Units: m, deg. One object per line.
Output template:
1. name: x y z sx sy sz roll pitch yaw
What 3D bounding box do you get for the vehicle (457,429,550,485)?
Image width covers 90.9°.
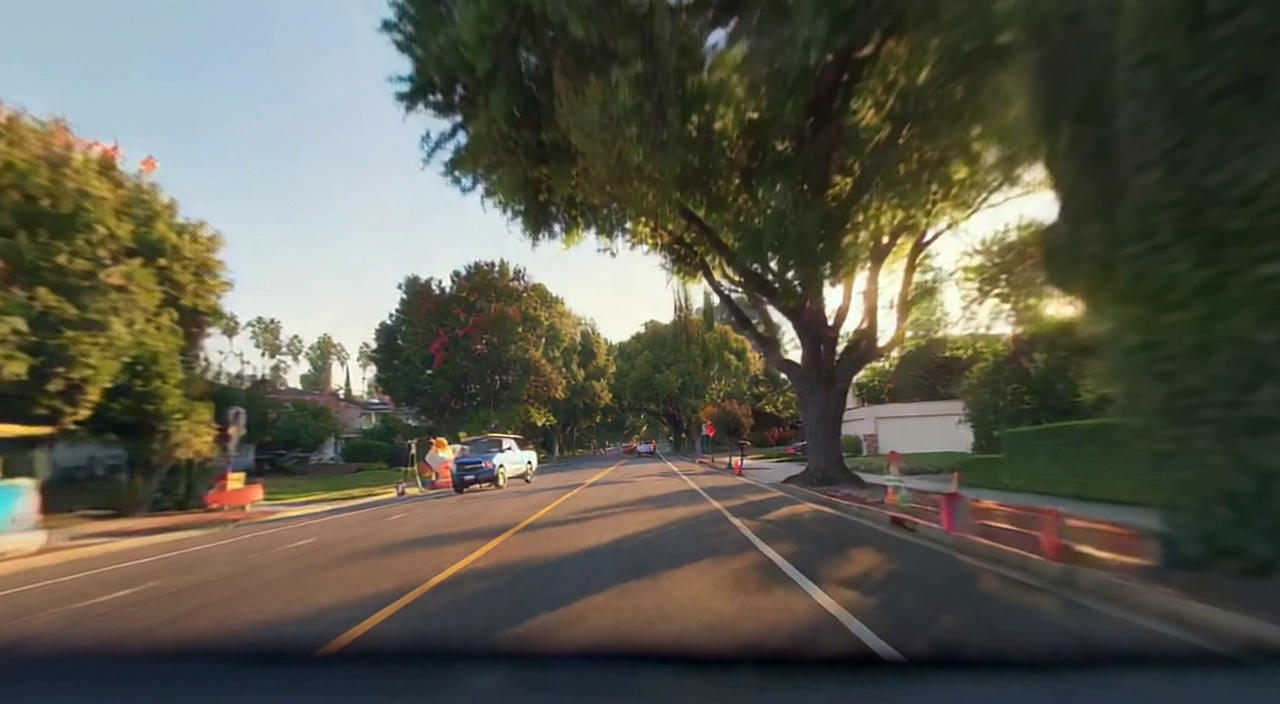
1. vehicle: -6.190 4.855 29.429 2.517 2.323 5.205 -1 -8 8
